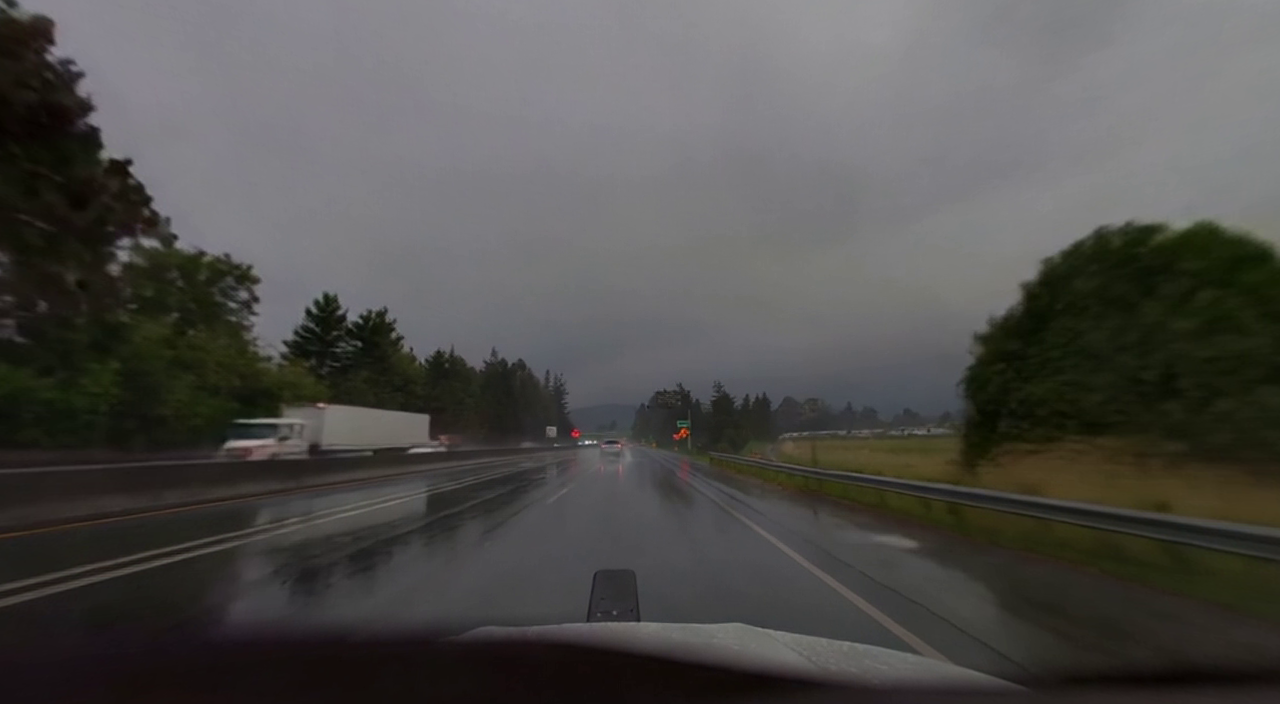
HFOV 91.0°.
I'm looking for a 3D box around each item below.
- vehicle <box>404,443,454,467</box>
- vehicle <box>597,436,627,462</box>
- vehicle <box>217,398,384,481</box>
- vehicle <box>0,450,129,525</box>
[{"bbox_3d":[-14.060,6.867,42.132,1.863,1.472,4.334,0,-8,0],"label":"vehicle"},{"bbox_3d":[-2.091,7.269,47.469,2.188,1.825,4.282,0,-8,-2],"label":"vehicle"},{"bbox_3d":[-17.765,4.794,34.324,2.954,3.783,11.120,0,-8,0],"label":"vehicle"},{"bbox_3d":[-14.000,2.910,13.697,1.943,1.482,4.627,0,-8,-1],"label":"vehicle"}]
